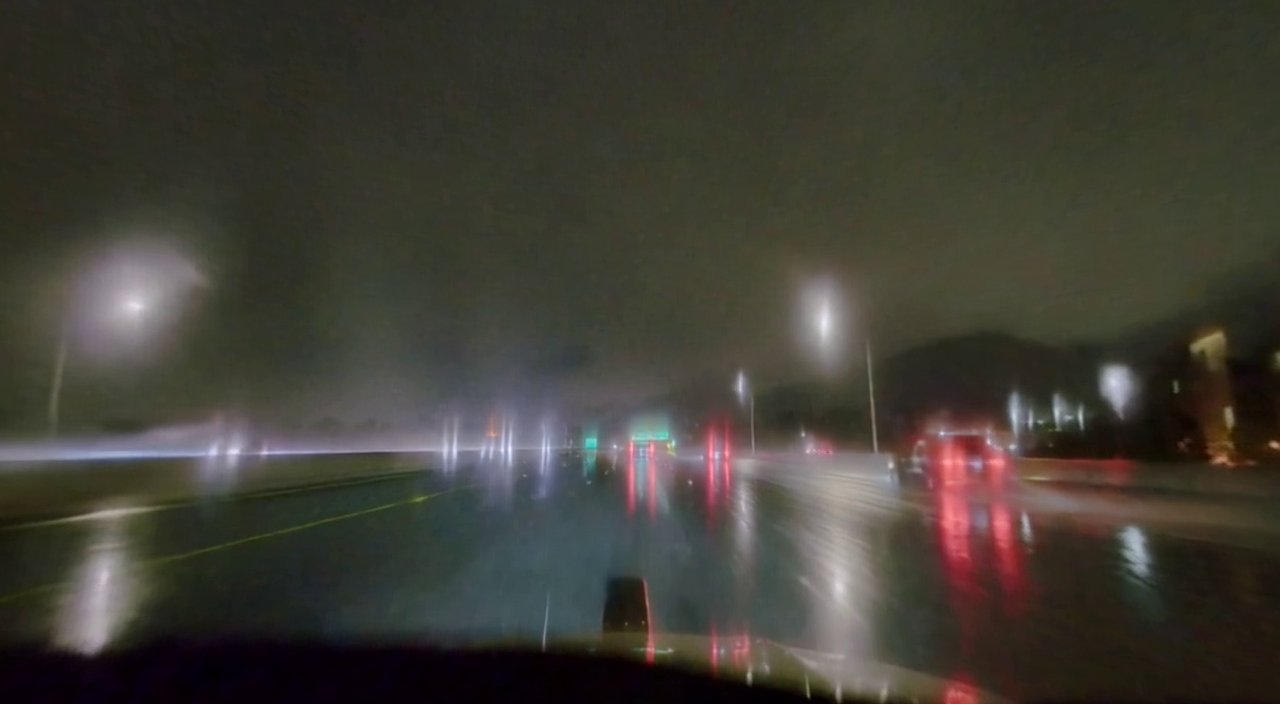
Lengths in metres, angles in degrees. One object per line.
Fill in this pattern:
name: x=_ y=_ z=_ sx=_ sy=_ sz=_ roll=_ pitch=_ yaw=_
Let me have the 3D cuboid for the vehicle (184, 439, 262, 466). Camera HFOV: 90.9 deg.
vehicle: x=-28.995 y=6.976 z=44.011 sx=1.999 sy=1.727 sz=4.986 roll=0 pitch=-8 yaw=0

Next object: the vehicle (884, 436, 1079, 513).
vehicle: x=7.837 y=2.832 z=15.142 sx=2.031 sy=1.524 sz=4.657 roll=0 pitch=-8 yaw=-1
